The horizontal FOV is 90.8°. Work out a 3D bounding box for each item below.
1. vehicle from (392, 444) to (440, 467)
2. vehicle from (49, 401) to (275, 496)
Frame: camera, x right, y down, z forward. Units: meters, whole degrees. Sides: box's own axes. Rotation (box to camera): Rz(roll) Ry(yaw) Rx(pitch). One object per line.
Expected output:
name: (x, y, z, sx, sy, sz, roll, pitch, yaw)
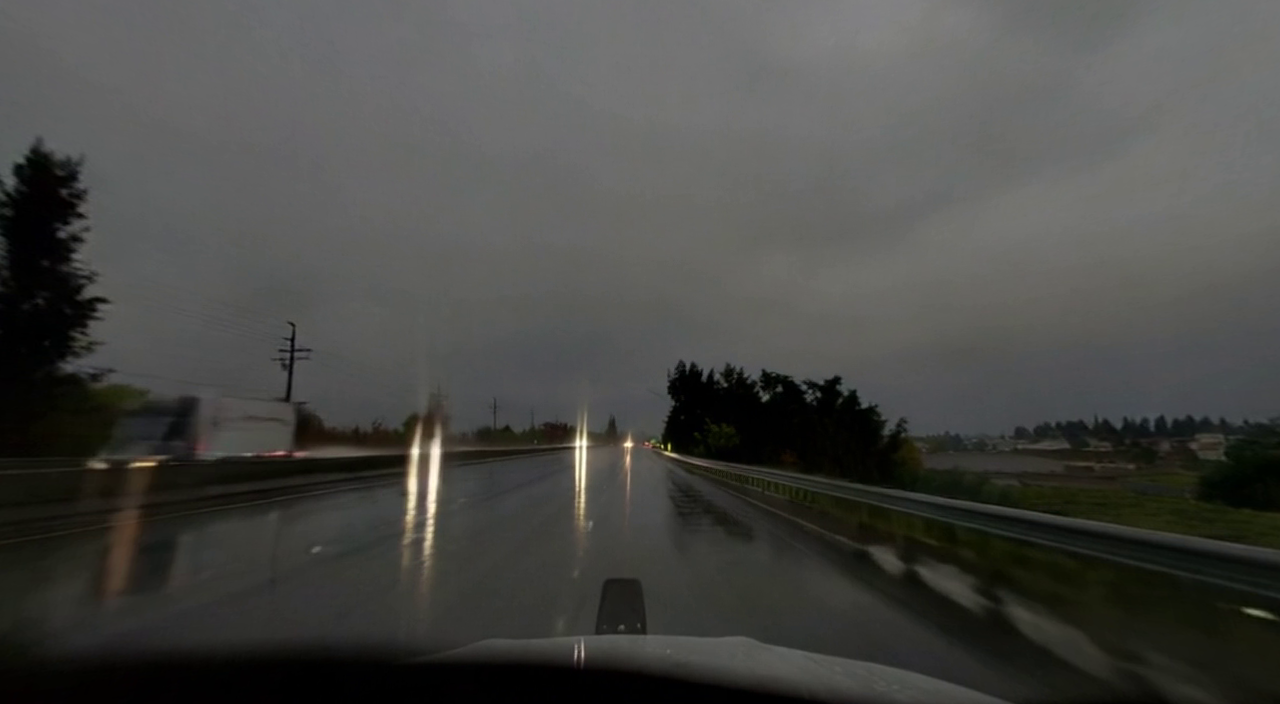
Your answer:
vehicle: (-15.895, 7.388, 45.031, 1.912, 1.509, 4.292, 0, -9, -1)
vehicle: (-15.206, 3.173, 20.861, 2.435, 2.624, 6.451, 0, -9, -1)
